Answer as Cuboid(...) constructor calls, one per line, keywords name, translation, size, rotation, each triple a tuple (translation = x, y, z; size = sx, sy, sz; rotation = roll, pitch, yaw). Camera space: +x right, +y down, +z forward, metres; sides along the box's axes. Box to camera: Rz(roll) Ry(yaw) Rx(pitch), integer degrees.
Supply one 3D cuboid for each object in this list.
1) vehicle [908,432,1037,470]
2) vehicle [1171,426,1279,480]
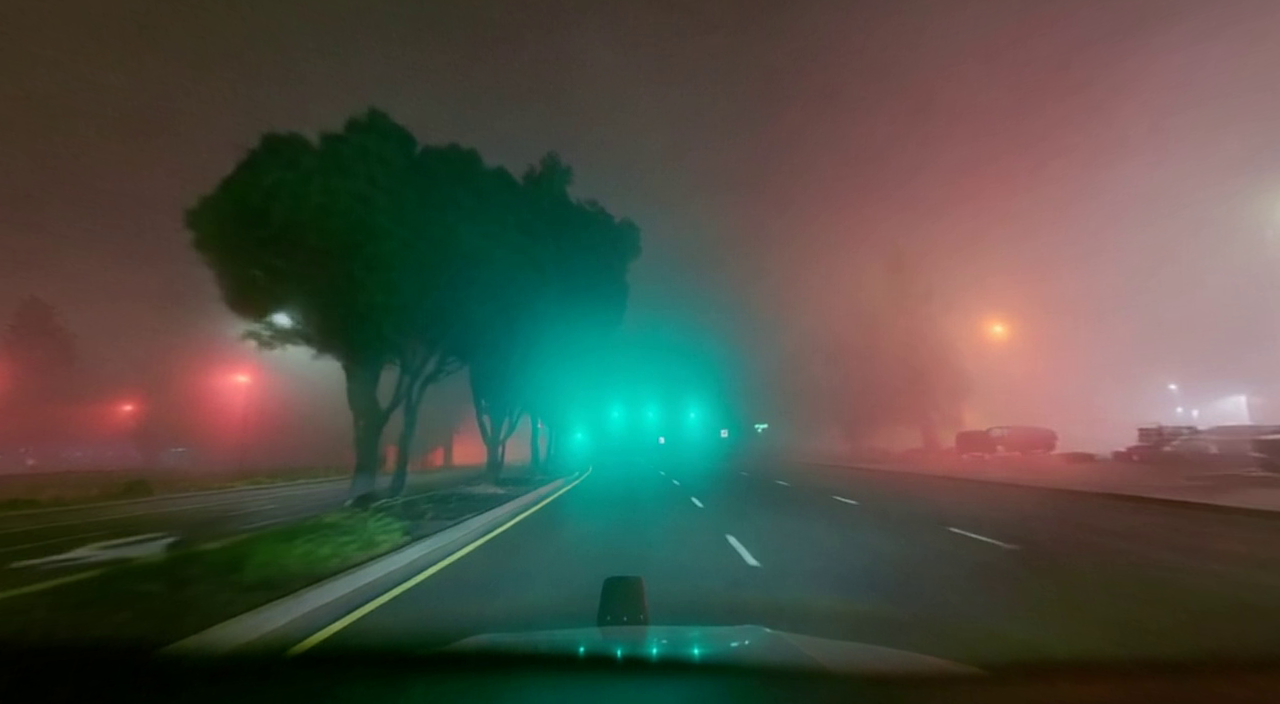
Cuboid(name="vehicle", translation=(15.785, 4.703, 30.118), size=(4.982, 1.441, 1.951), rotation=(-3, -8, -2))
Cuboid(name="vehicle", translation=(18.496, 2.925, 18.346), size=(4.244, 1.448, 1.960), rotation=(0, -8, 1))
